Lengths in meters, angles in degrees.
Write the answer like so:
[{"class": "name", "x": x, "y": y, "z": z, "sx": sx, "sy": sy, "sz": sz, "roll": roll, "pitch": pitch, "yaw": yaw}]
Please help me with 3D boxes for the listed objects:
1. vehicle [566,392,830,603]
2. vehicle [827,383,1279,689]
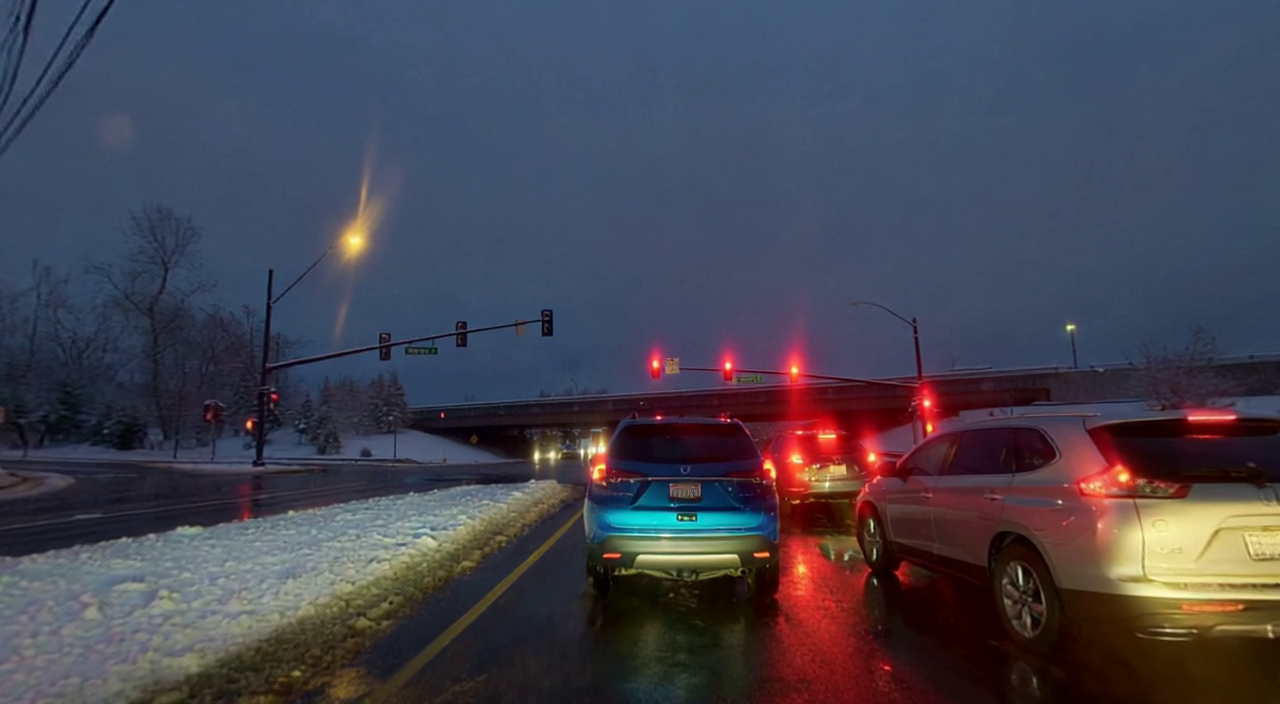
[{"class": "vehicle", "x": 0.444, "y": 1.555, "z": 7.615, "sx": 2.240, "sy": 1.778, "sz": 4.335, "roll": 0, "pitch": -8, "yaw": -1}, {"class": "vehicle", "x": 3.409, "y": 1.336, "z": 5.804, "sx": 1.990, "sy": 1.649, "sz": 4.625, "roll": 0, "pitch": -8, "yaw": 0}]
